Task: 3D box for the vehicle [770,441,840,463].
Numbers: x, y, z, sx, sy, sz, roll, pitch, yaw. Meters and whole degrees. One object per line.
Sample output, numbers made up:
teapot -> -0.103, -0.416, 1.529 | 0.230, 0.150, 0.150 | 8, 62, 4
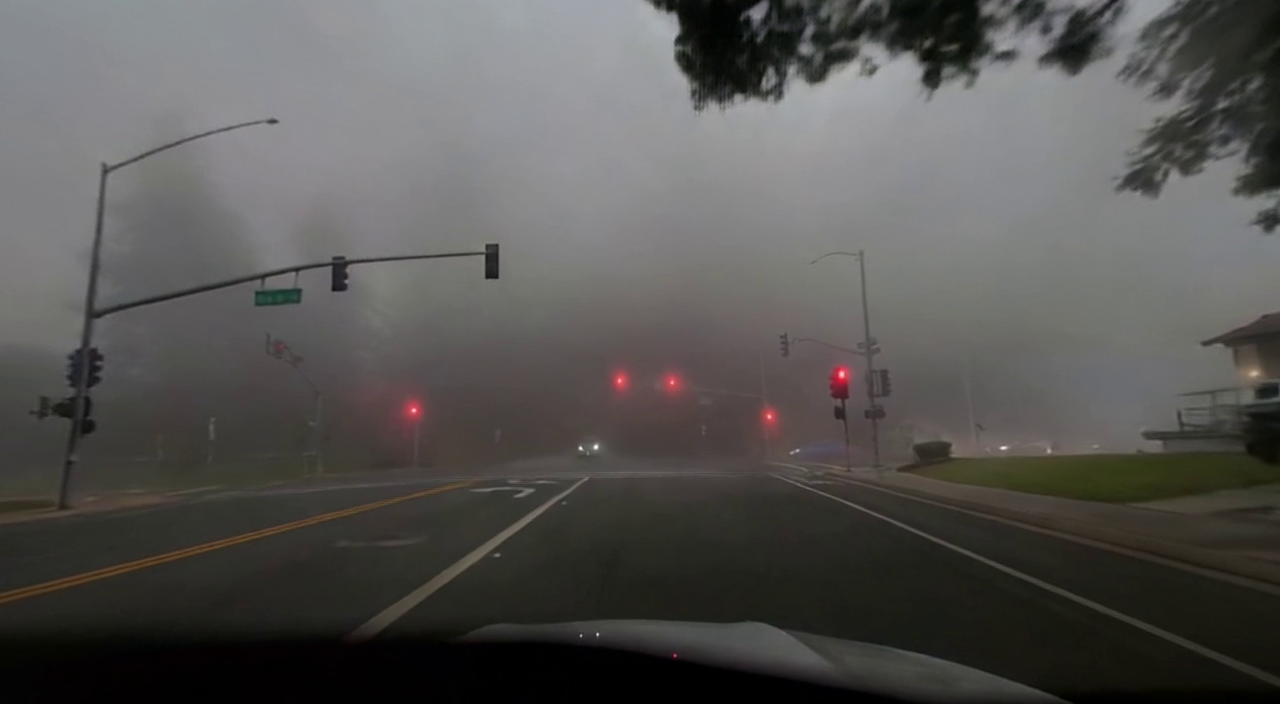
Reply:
vehicle -> 11.785, 7.155, 45.129 | 4.528, 1.482, 1.864 | 3, -9, -19
